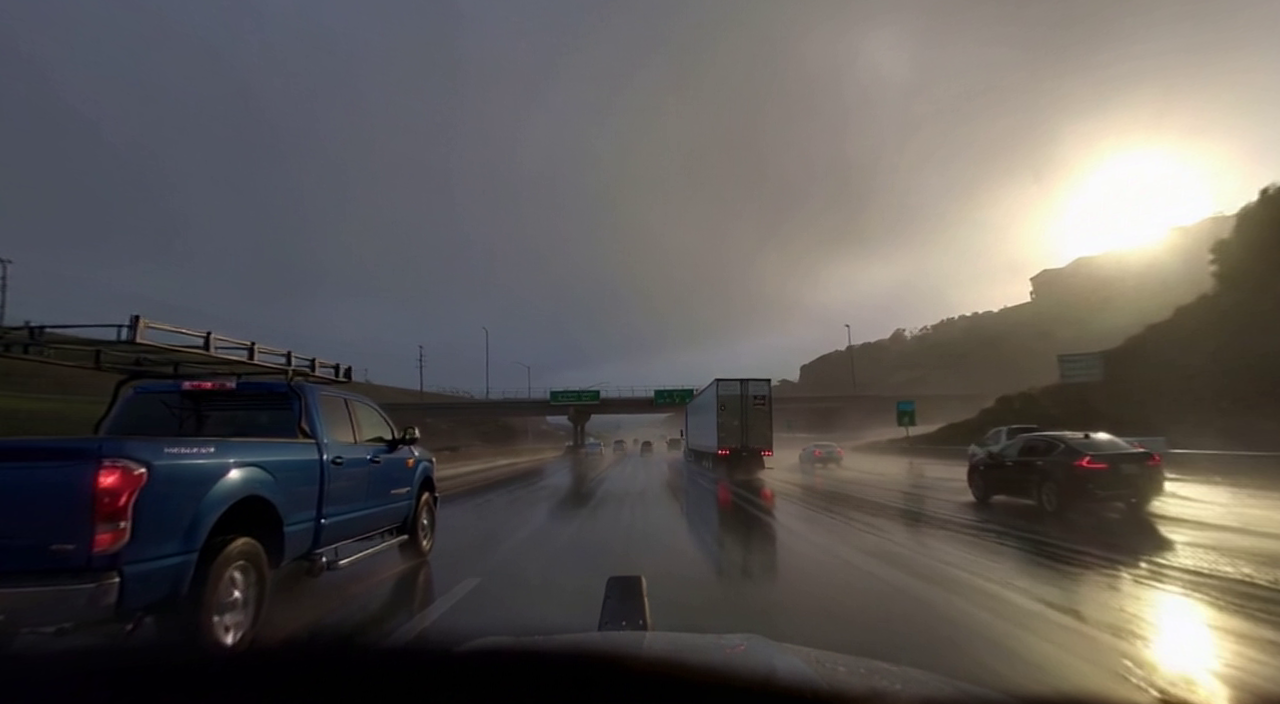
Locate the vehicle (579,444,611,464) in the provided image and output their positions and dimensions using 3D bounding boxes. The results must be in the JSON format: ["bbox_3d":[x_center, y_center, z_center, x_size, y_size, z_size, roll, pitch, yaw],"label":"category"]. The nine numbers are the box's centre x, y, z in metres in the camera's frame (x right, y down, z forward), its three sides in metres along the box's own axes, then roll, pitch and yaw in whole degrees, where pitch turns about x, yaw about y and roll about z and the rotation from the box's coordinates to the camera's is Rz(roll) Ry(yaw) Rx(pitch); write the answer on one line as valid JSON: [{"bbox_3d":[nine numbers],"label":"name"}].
[{"bbox_3d":[-3.336,7.669,47.730,2.077,1.446,4.106,0,-8,0],"label":"vehicle"}]

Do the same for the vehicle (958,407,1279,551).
[{"bbox_3d":[7.209,1.852,9.889,1.999,1.700,4.640,0,-8,0],"label":"vehicle"}]

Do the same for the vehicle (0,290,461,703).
[{"bbox_3d":[-3.873,1.202,5.797,2.599,2.054,6.288,0,-8,0],"label":"vehicle"}]

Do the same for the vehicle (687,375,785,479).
[{"bbox_3d":[4.228,3.880,31.210,2.885,4.036,12.891,0,-8,0],"label":"vehicle"}]
